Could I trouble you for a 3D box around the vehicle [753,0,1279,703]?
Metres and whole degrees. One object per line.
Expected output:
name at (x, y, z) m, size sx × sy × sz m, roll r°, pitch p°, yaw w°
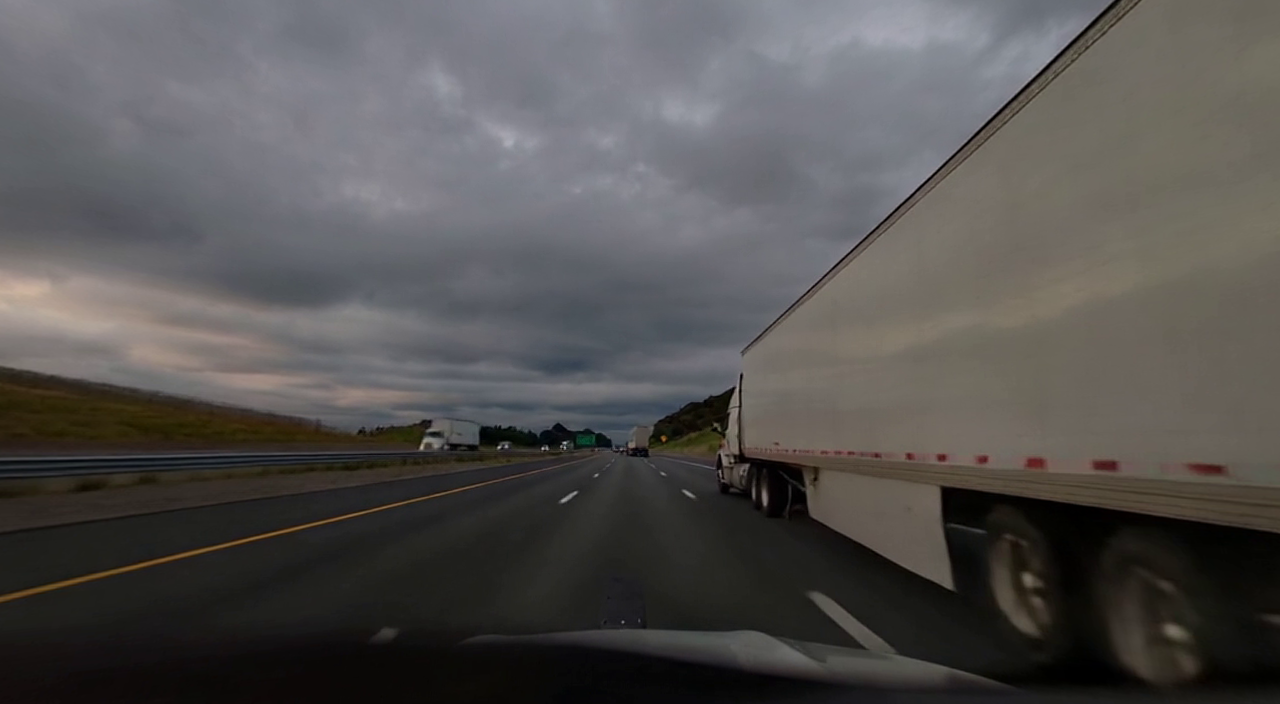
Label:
vehicle at (3.805, 0.635, 6.783) m, size 2.876 × 3.586 × 11.726 m, roll 0°, pitch -9°, yaw -1°
